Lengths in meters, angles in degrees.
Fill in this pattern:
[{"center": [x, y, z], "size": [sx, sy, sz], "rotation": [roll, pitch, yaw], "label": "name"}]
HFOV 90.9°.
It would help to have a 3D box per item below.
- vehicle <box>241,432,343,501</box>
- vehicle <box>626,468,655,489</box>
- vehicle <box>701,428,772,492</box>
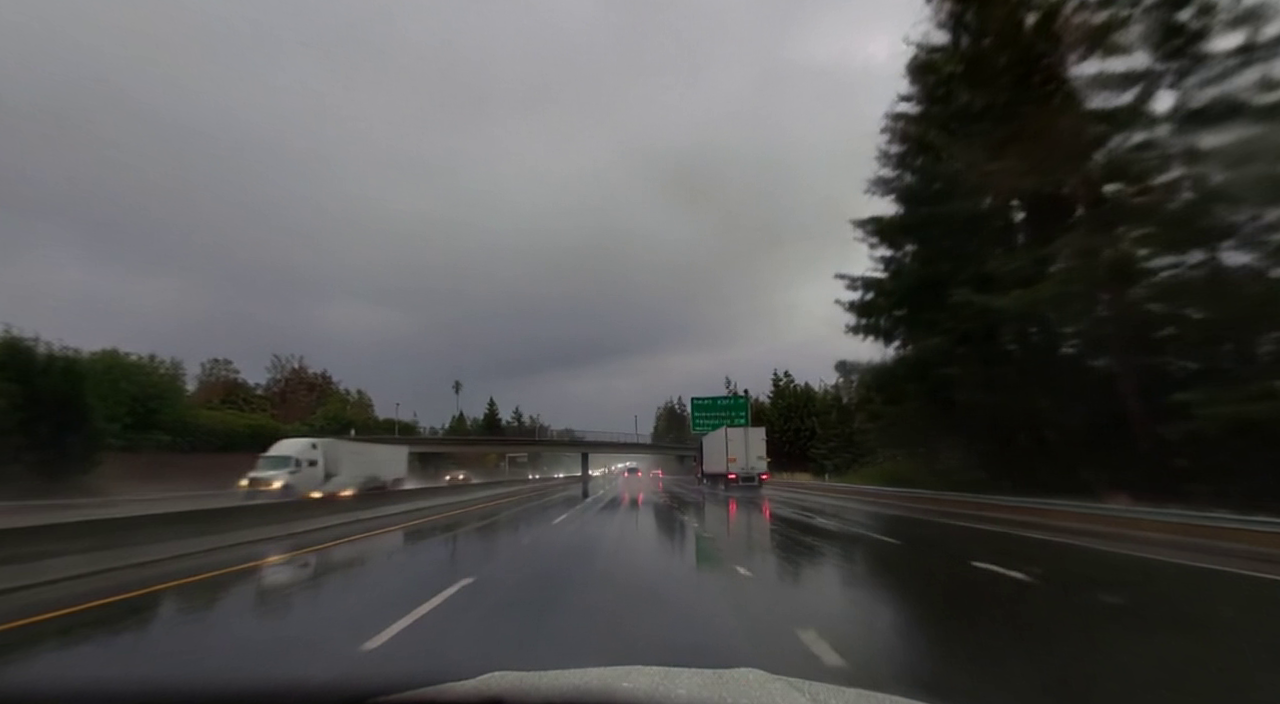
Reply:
[{"center": [-22.591, 7.520, 41.409], "size": [2.988, 4.124, 6.101], "rotation": [1, -10, 0], "label": "vehicle"}, {"center": [-0.008, 9.238, 46.232], "size": [2.029, 1.459, 3.684], "rotation": [1, -10, -1], "label": "vehicle"}, {"center": [6.869, 8.183, 47.300], "size": [2.926, 4.073, 13.836], "rotation": [1, -10, -1], "label": "vehicle"}]
